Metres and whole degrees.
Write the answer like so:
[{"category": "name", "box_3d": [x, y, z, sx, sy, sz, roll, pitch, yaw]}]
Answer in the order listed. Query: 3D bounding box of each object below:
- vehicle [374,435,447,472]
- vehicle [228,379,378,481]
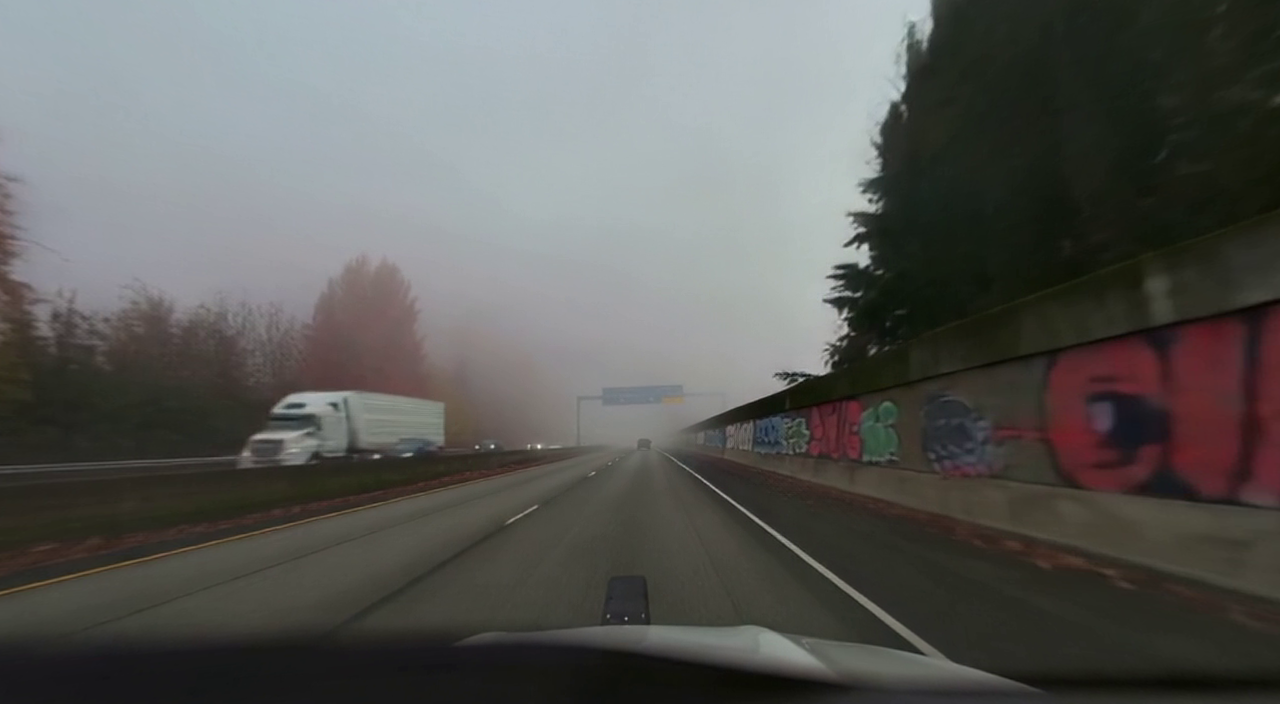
[{"category": "vehicle", "box_3d": [-10.292, 4.578, 28.530, 1.824, 1.535, 3.900, 0, -8, 0]}, {"category": "vehicle", "box_3d": [-14.614, 3.502, 28.024, 3.053, 3.994, 6.354, 0, -8, 0]}]
